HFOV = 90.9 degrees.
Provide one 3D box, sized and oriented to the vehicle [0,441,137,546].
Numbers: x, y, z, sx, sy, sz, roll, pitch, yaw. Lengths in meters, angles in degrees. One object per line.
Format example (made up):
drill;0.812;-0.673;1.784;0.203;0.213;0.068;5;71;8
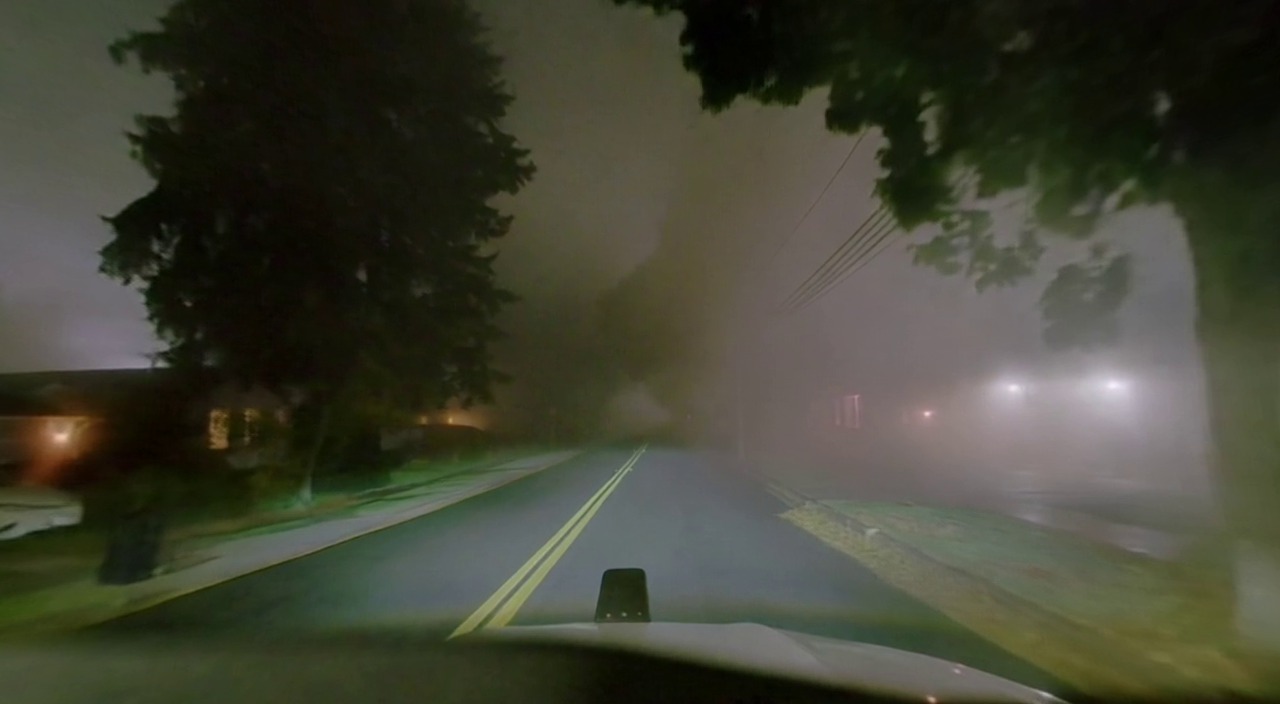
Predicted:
vehicle;-11.198;2.170;10.105;4.659;1.464;1.930;0;-8;3
